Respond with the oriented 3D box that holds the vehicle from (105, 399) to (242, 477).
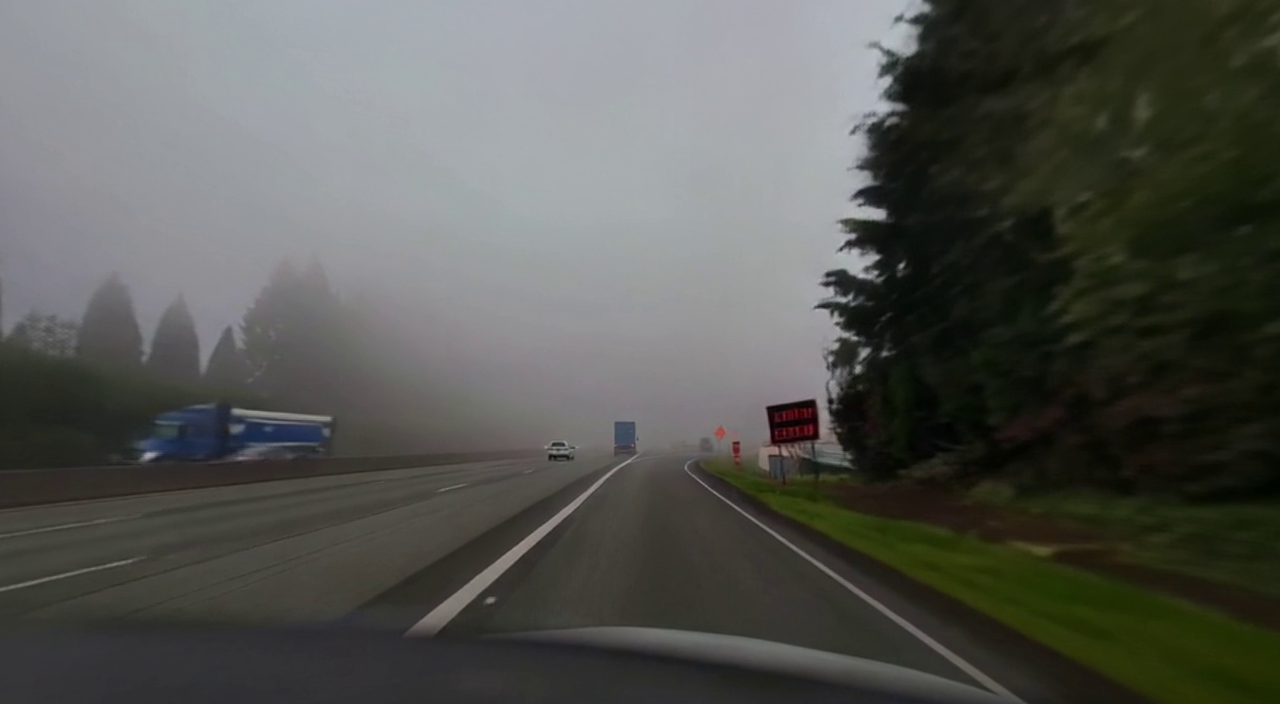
[{"bbox_3d":[-26.490,4.999,36.216,2.955,4.035,5.980,-1,-9,2],"label":"vehicle"}]
